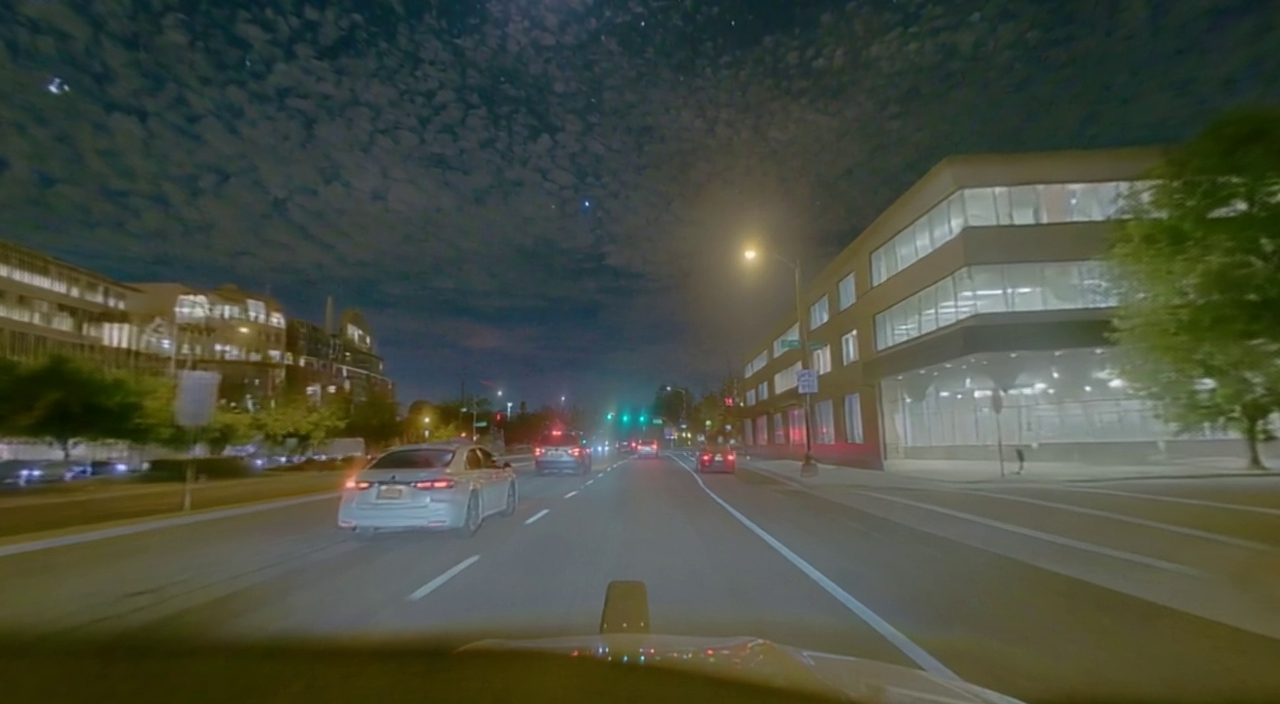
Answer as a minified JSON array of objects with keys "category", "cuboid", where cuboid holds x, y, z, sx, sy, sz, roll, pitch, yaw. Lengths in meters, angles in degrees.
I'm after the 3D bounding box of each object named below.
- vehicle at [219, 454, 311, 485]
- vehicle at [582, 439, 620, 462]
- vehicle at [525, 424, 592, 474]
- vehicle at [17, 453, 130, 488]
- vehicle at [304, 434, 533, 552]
[{"category":"vehicle","cuboid":[-19.676,6.153,33.356,1.878,1.472,4.736,0,-9,1]},{"category":"vehicle","cuboid":[-2.600,6.727,43.105,2.246,1.481,4.146,0,-9,1]},{"category":"vehicle","cuboid":[-3.408,4.193,27.300,2.152,1.987,4.527,0,-9,1]},{"category":"vehicle","cuboid":[-28.704,5.995,32.115,1.859,1.614,4.102,0,-9,1]},{"category":"vehicle","cuboid":[-3.031,2.023,9.769,1.959,1.406,4.272,0,-9,1]}]
